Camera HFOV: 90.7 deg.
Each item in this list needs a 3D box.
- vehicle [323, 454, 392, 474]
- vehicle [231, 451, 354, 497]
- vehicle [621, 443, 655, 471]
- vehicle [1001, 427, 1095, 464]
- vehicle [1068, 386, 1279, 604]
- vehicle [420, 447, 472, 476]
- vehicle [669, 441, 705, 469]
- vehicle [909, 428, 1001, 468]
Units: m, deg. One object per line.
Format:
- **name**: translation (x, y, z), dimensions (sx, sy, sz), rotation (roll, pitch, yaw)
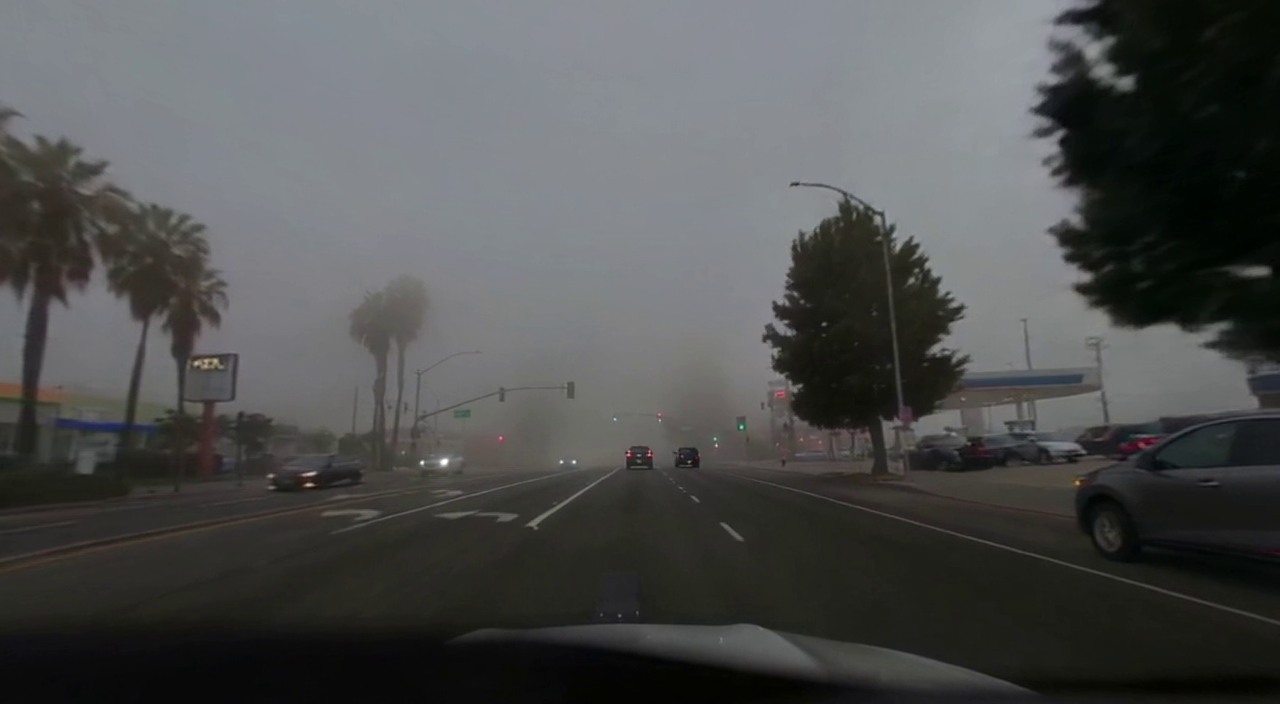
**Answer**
- **vehicle**: translation (-21.881, 8.690, 49.075), dimensions (4.469, 1.459, 1.972), rotation (-2, -9, 12)
- **vehicle**: translation (-13.034, 4.566, 24.151), dimensions (1.974, 1.557, 4.790), rotation (0, -9, 0)
- **vehicle**: translation (-0.113, 6.896, 41.771), dimensions (2.177, 1.754, 3.815), rotation (0, -9, 0)
- **vehicle**: translation (21.085, 4.875, 32.946), dimensions (1.932, 1.729, 4.354), rotation (-1, -9, 0)
- **vehicle**: translation (6.420, 1.202, 5.348), dimensions (2.066, 1.807, 4.893), rotation (0, -9, -1)
- **vehicle**: translation (-13.137, 7.420, 43.122), dimensions (2.111, 1.791, 4.542), rotation (0, -9, 0)
- **vehicle**: translation (3.308, 7.399, 45.587), dimensions (2.190, 1.913, 5.174), rotation (0, -9, 0)
- **vehicle**: translation (16.033, 4.916, 32.496), dimensions (2.144, 1.816, 4.688), rotation (-1, -8, -2)
